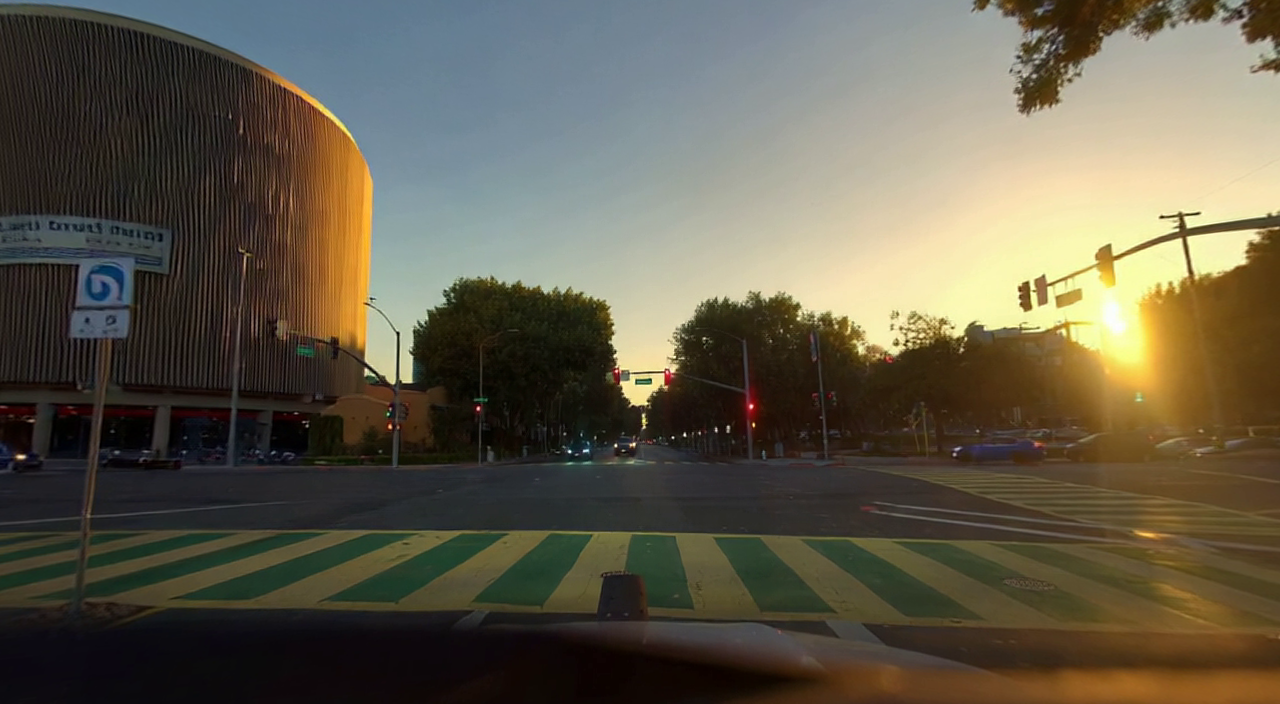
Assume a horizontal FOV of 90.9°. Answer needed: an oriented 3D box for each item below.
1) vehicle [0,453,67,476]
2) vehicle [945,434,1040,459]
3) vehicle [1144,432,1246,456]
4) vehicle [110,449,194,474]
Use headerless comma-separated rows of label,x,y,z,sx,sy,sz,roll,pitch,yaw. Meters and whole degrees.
vehicle,-41.640,7.631,42.768,3.698,1.467,1.779,0,-8,1
vehicle,21.293,5.765,38.262,4.529,1.457,1.981,-1,-8,4
vehicle,36.190,6.016,41.186,4.767,1.456,1.858,-1,-8,3
vehicle,-33.060,7.402,42.759,4.136,1.661,1.857,0,-8,1
